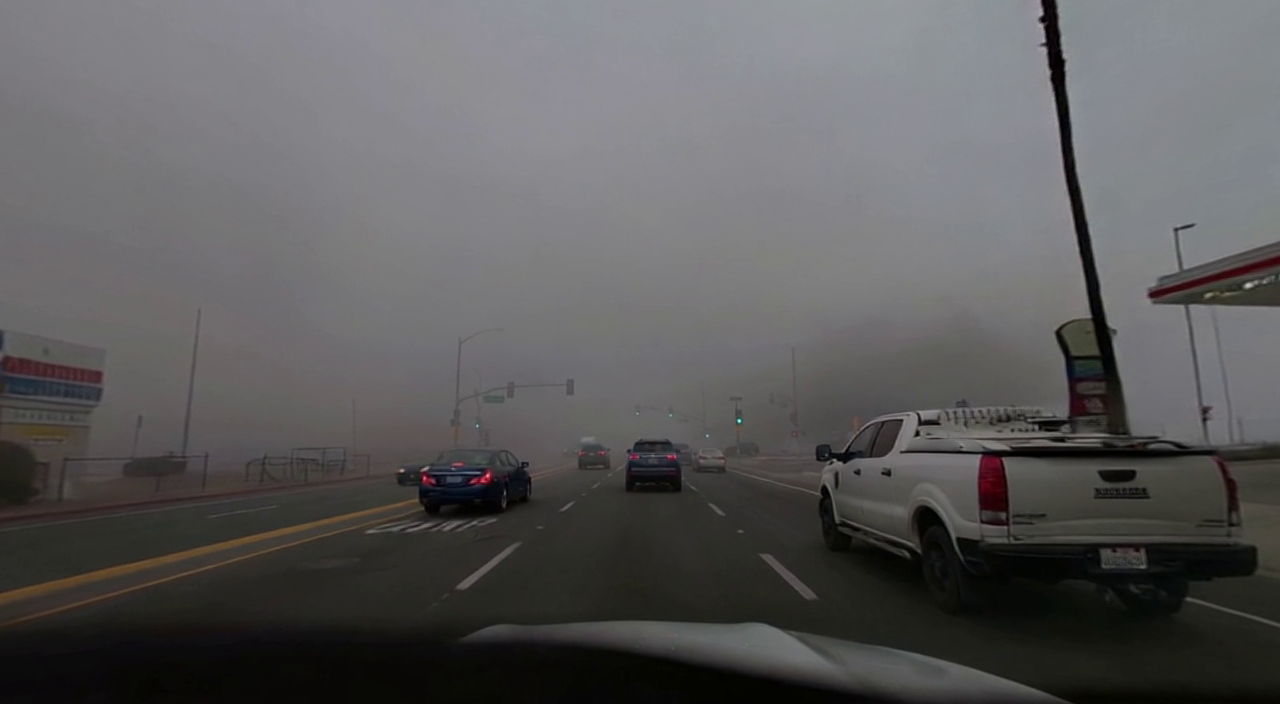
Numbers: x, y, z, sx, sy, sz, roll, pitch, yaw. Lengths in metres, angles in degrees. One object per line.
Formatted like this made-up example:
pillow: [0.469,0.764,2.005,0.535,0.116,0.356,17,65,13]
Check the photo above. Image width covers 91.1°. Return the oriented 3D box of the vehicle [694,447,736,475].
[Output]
vehicle: [4.117,6.051,35.082,1.901,1.401,3.965,0,-8,1]

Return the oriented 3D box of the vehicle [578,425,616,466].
vehicle: [-3.114,6.978,46.767,2.393,2.865,5.466,0,-8,0]

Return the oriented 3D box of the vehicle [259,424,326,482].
vehicle: [-18.438,5.316,33.238,2.109,2.870,3.441,8,-11,-43]

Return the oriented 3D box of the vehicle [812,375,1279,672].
vehicle: [3.672,1.453,6.706,2.120,1.828,5.531,0,-8,0]

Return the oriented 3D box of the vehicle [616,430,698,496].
vehicle: [0.478,3.530,20.403,2.295,1.835,5.471,0,-8,0]

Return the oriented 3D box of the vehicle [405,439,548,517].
vehicle: [-3.554,2.826,14.712,1.983,1.502,4.720,0,-8,2]

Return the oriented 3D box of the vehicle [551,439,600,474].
vehicle: [-3.452,5.713,34.637,2.071,1.811,4.605,0,-8,2]
